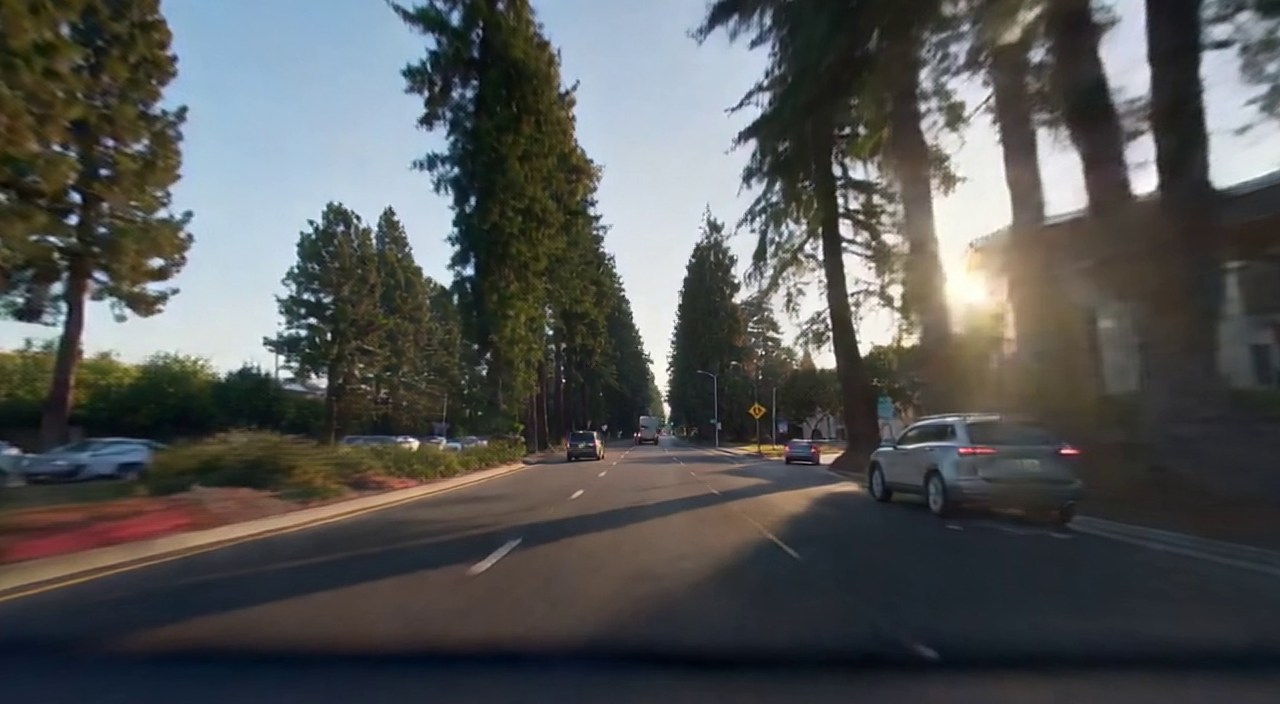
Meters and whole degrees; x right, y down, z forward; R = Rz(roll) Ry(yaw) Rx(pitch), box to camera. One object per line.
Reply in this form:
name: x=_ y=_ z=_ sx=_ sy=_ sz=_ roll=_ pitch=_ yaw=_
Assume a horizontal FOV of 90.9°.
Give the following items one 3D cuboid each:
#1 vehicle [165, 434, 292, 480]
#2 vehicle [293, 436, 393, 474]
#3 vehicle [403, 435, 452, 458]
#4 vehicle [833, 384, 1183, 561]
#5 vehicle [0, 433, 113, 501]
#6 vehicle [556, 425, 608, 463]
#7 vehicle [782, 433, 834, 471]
vehicle: x=-16.838 y=4.317 z=26.160 sx=2.059 sy=1.688 sz=4.657 roll=0 pitch=-8 yaw=1
vehicle: x=-12.892 y=4.500 z=27.710 sx=2.053 sy=1.496 sz=4.569 roll=0 pitch=-8 yaw=2
vehicle: x=-16.229 y=7.211 z=48.340 sx=2.042 sy=1.654 sz=4.603 roll=0 pitch=-8 yaw=1
vehicle: x=5.111 y=1.818 z=10.264 sx=2.381 sy=2.008 sz=5.971 roll=-1 pitch=-8 yaw=4
vehicle: x=-16.876 y=2.975 z=16.411 sx=2.176 sy=1.646 sz=4.643 roll=0 pitch=-8 yaw=1
vehicle: x=-3.091 y=5.086 z=34.722 sx=2.255 sy=1.940 sz=4.822 roll=0 pitch=-8 yaw=2
vehicle: x=8.470 y=5.087 z=32.115 sx=2.280 sy=1.757 sz=4.572 roll=-2 pitch=-9 yaw=12
